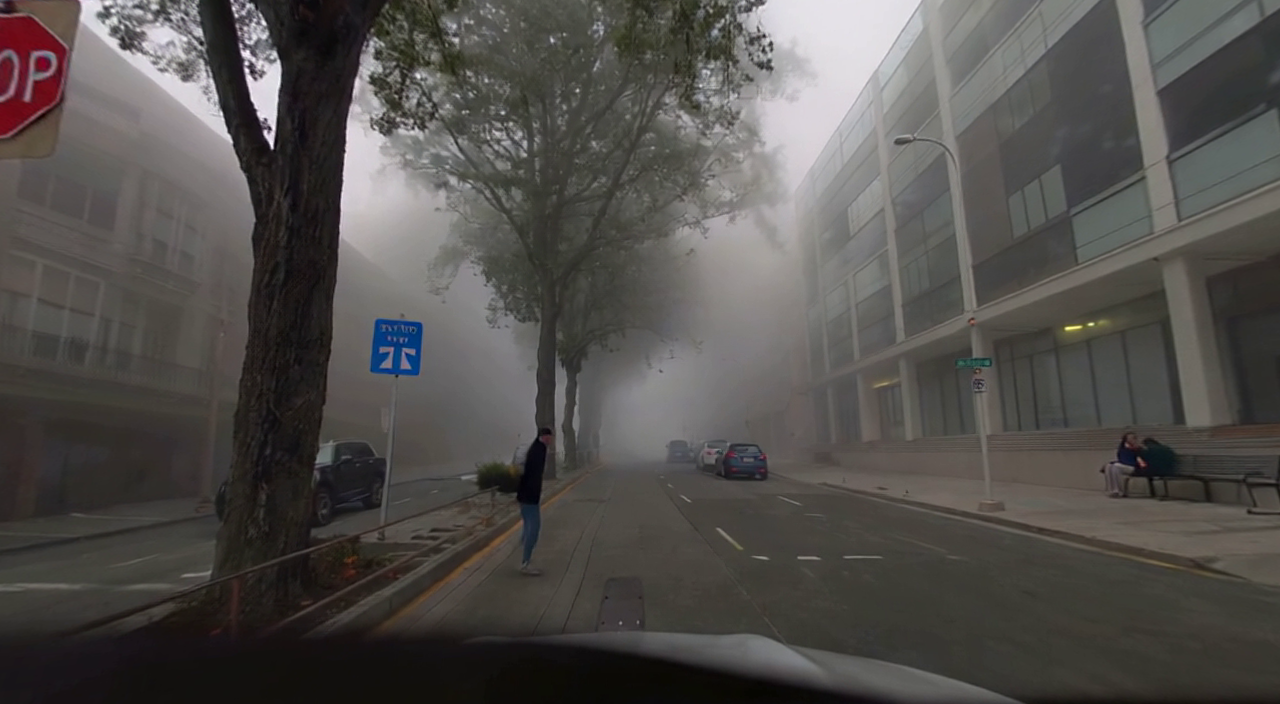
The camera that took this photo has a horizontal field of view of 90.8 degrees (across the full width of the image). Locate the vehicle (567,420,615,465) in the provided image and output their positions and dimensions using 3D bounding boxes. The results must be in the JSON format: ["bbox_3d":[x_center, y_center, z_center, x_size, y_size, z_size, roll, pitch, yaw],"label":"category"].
[{"bbox_3d":[-2.994,5.767,40.218,2.317,2.596,6.053,0,-8,3],"label":"vehicle"}]

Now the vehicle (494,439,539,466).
[{"bbox_3d":[-8.853,7.253,45.733,2.256,1.802,4.333,0,-8,2],"label":"vehicle"}]

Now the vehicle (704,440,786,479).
[{"bbox_3d":[4.590,4.565,27.113,1.858,1.491,4.329,-5,-10,33],"label":"vehicle"}]

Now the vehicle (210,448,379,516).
[{"bbox_3d":[-8.799,3.305,16.638,2.007,1.503,4.343,0,-8,-1],"label":"vehicle"}]
